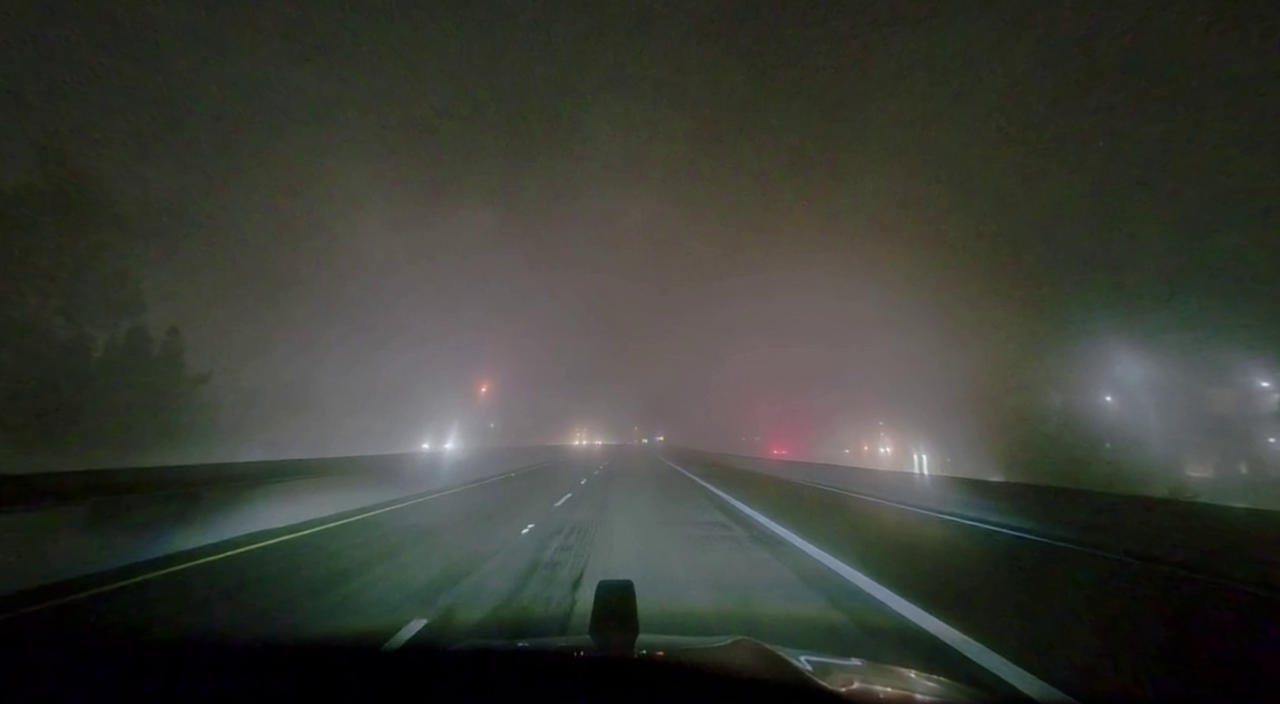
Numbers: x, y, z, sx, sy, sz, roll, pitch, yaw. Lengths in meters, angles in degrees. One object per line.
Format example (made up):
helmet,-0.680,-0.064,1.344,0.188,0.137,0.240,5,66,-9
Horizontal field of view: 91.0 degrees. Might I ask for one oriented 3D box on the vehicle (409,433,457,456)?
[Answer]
vehicle,-14.754,6.601,45.090,1.894,1.551,4.534,0,-8,1
